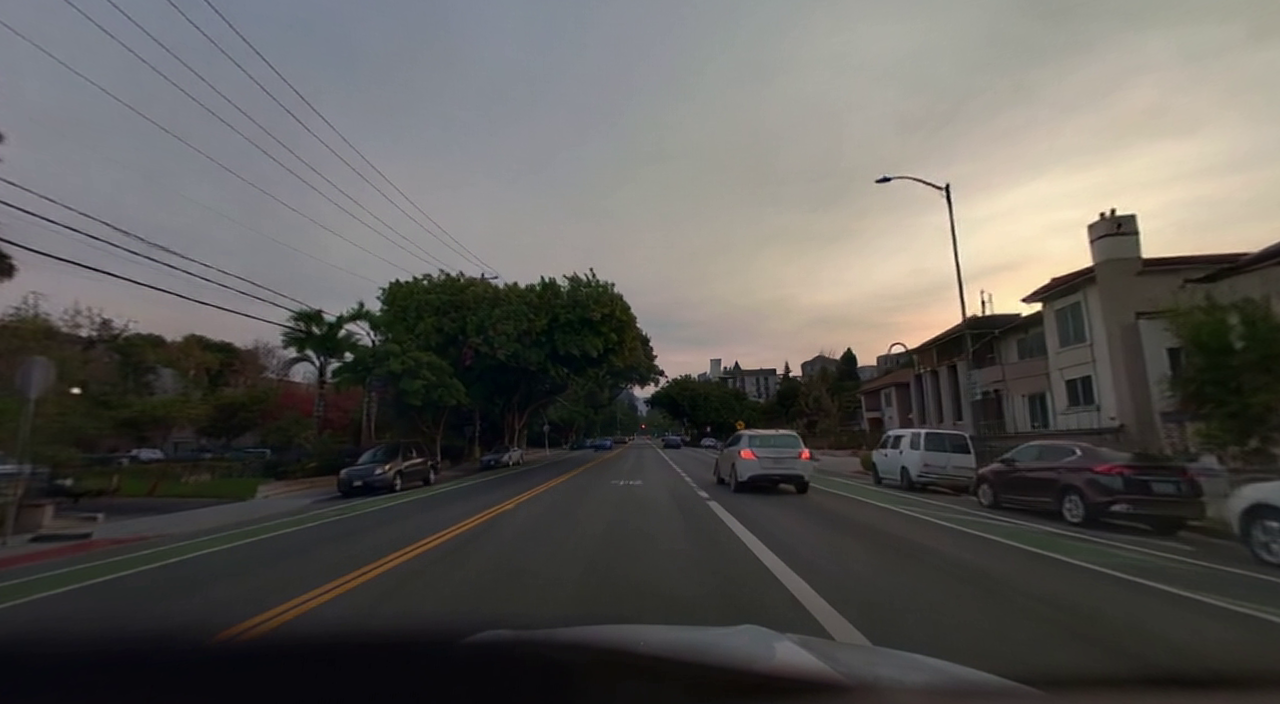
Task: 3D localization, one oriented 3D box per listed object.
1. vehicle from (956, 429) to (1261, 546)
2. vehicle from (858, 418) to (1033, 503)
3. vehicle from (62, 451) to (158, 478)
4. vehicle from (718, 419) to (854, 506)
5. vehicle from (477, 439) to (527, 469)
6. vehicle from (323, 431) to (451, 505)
[{"bbox_3d":[7.582,2.199,10.979,1.862,1.492,4.571,3,-8,0],"label":"vehicle"},{"bbox_3d":[7.954,2.882,17.215,2.133,1.911,5.455,-1,-8,2],"label":"vehicle"},{"bbox_3d":[-32.001,6.775,38.247,1.746,1.479,4.603,-1,-8,1],"label":"vehicle"},{"bbox_3d":[3.184,2.532,14.884,2.004,1.704,4.573,0,-8,-1],"label":"vehicle"},{"bbox_3d":[-8.905,6.610,41.105,2.228,1.825,4.522,0,-8,-1],"label":"vehicle"},{"bbox_3d":[-8.917,4.036,22.850,2.419,2.087,5.334,-3,-6,0],"label":"vehicle"}]
